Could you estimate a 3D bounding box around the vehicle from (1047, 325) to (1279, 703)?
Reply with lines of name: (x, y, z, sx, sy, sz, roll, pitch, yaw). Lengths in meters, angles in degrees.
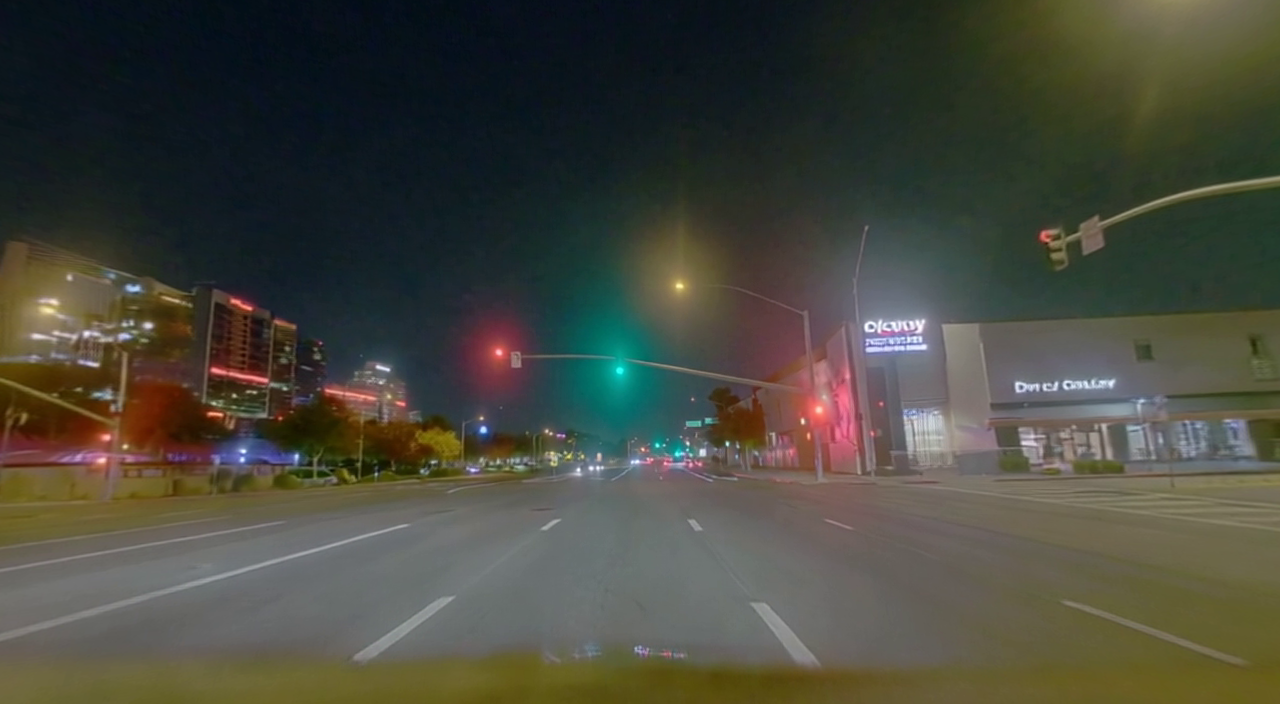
vehicle: (3.158, 0.596, 0.934, 1.973, 1.697, 4.377, 0, -8, -4)
